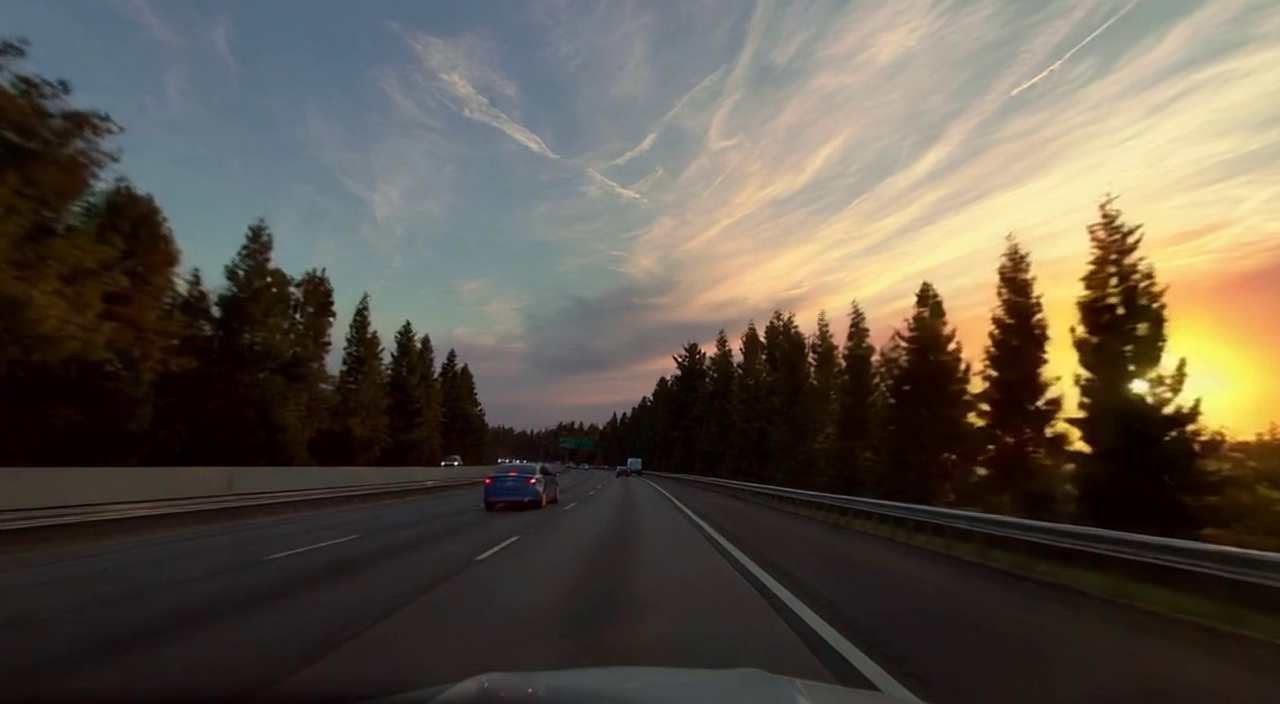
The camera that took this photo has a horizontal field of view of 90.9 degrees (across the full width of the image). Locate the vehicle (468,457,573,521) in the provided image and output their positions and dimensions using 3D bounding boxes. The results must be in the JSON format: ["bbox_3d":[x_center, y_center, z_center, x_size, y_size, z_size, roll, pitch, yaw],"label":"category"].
[{"bbox_3d":[-3.030,3.606,16.857,2.040,1.465,3.744,1,-11,0],"label":"vehicle"}]
